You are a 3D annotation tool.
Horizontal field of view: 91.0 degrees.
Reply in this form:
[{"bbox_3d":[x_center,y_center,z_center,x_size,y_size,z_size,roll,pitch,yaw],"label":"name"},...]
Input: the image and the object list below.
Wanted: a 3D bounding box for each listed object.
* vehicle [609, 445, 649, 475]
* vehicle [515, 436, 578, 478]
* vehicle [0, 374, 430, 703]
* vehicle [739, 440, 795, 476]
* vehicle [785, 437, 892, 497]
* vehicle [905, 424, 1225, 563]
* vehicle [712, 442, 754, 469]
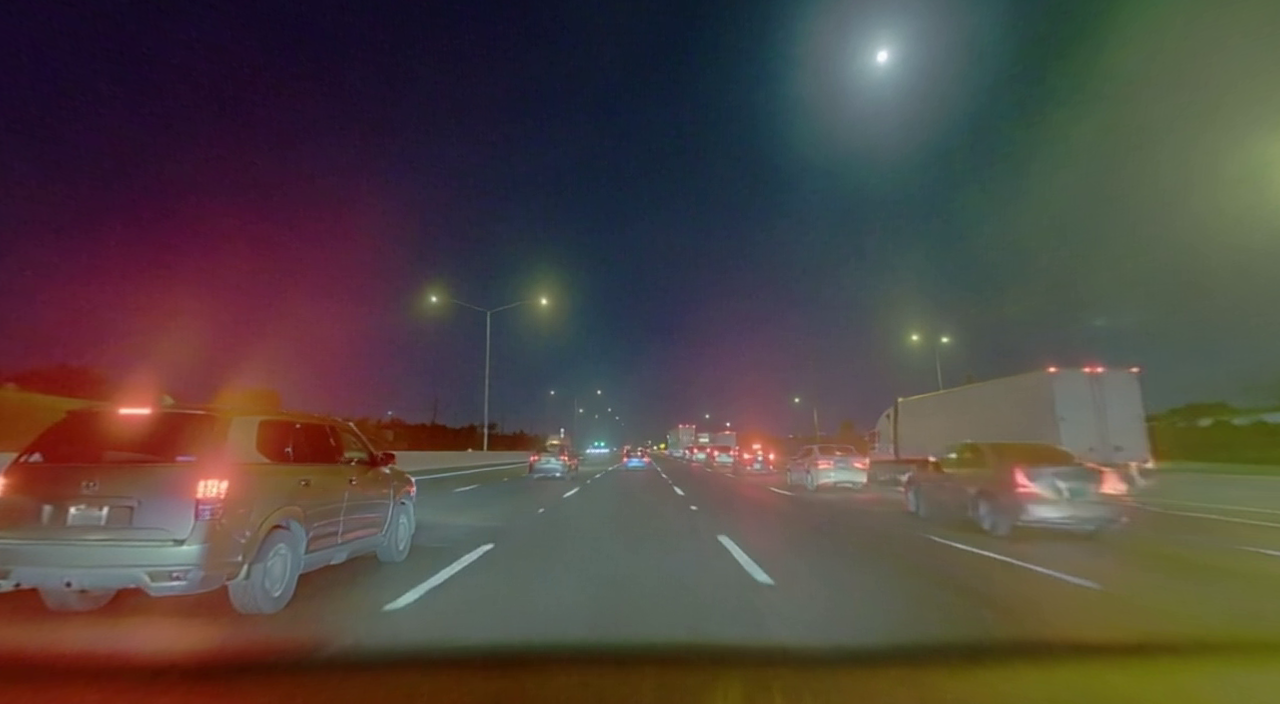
[{"bbox_3d":[-0.586,5.913,34.651,2.060,1.508,4.308,0,-9,0],"label":"vehicle"},{"bbox_3d":[-4.323,4.940,29.912,2.147,1.825,4.602,0,-9,1],"label":"vehicle"},{"bbox_3d":[-3.678,1.286,5.486,2.127,1.705,4.374,0,-9,1],"label":"vehicle"},{"bbox_3d":[6.384,5.377,32.144,1.977,1.705,4.078,0,-9,0],"label":"vehicle"},{"bbox_3d":[6.004,3.522,19.601,1.989,1.642,4.082,0,-9,0],"label":"vehicle"},{"bbox_3d":[5.836,1.961,9.479,1.956,1.576,4.211,0,-9,2],"label":"vehicle"},{"bbox_3d":[6.393,7.152,43.768,2.086,1.783,4.868,0,-9,-1],"label":"vehicle"}]
